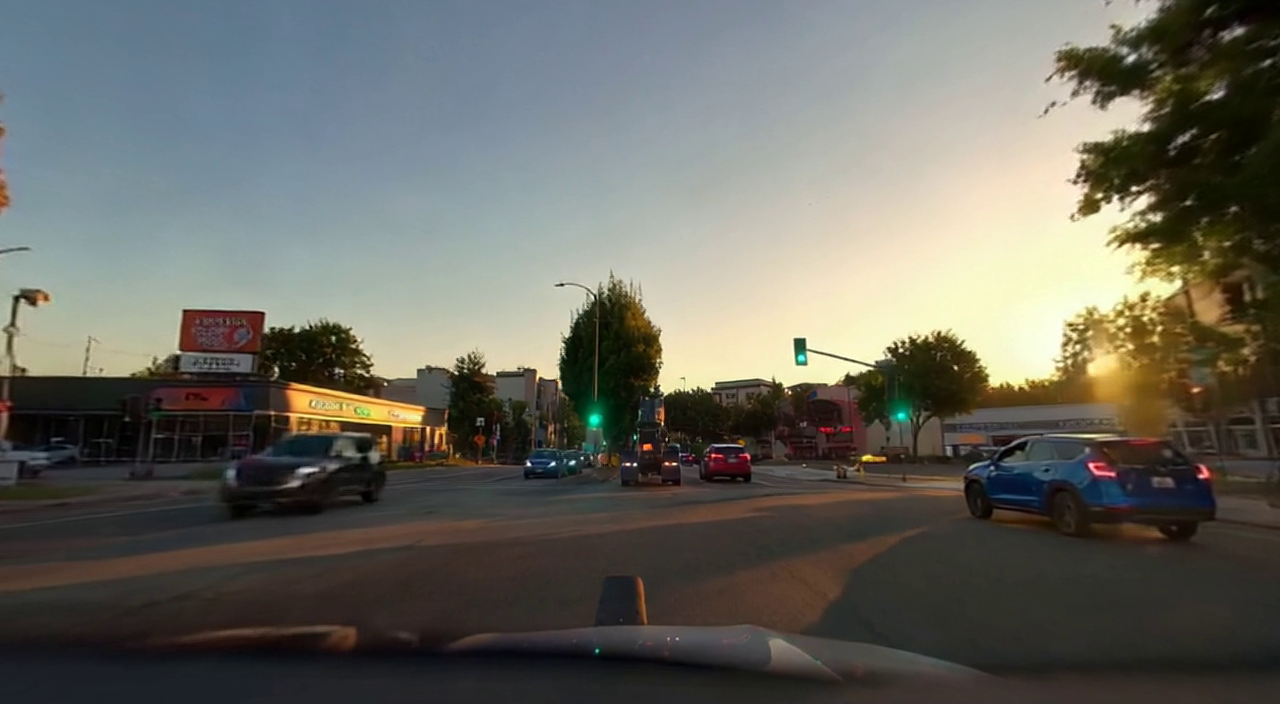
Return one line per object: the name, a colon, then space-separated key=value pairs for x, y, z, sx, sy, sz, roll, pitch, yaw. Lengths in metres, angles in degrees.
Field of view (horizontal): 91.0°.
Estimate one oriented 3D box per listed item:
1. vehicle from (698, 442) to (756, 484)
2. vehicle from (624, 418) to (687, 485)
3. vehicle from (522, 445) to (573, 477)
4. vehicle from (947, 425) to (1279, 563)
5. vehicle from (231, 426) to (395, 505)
vehicle: x=3.855 y=4.990 z=28.677 sx=2.025 sy=1.754 sz=4.311 roll=0 pitch=-9 yaw=0
vehicle: x=0.547 y=4.502 z=28.775 sx=2.566 sy=2.705 sz=6.350 roll=0 pitch=-8 yaw=-1
vehicle: x=-4.624 y=5.513 z=32.066 sx=2.001 sy=1.518 sz=4.316 roll=0 pitch=-8 yaw=-1
vehicle: x=7.050 y=2.092 z=10.094 sx=1.982 sy=1.698 sz=4.408 roll=0 pitch=-8 yaw=0
vehicle: x=-8.712 y=3.055 z=17.387 sx=2.020 sy=1.864 sz=4.634 roll=0 pitch=-8 yaw=0
